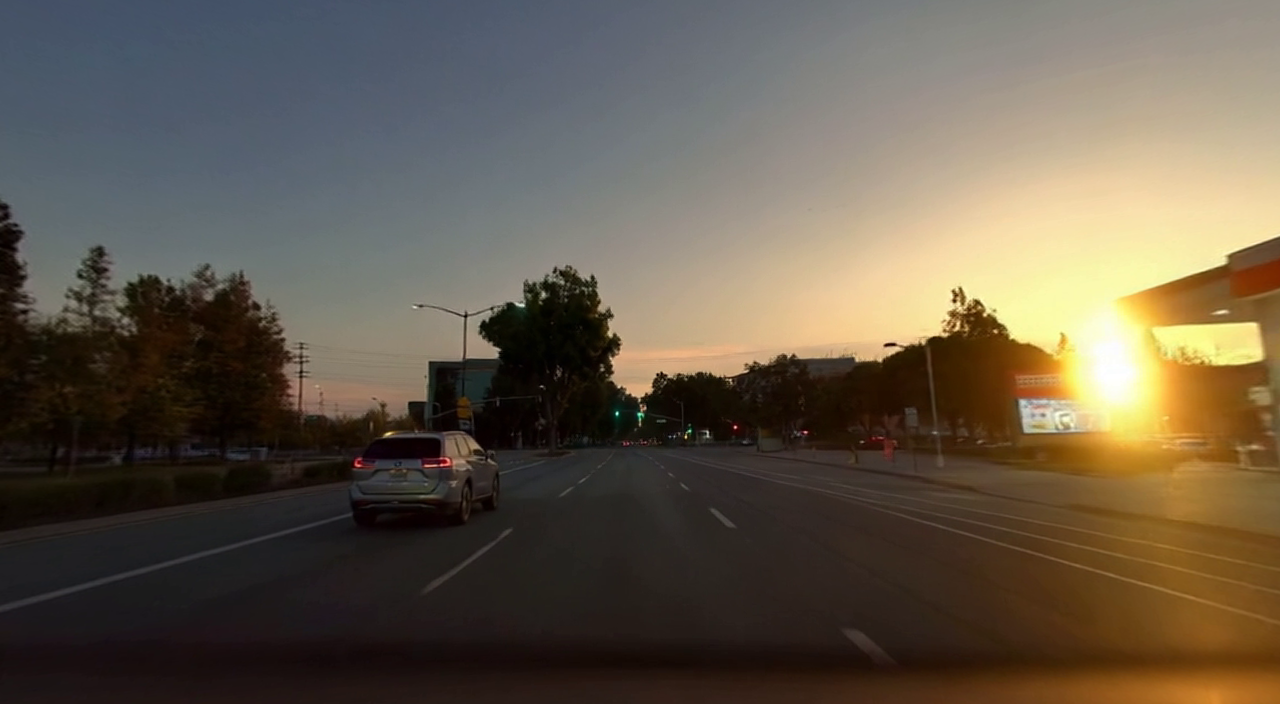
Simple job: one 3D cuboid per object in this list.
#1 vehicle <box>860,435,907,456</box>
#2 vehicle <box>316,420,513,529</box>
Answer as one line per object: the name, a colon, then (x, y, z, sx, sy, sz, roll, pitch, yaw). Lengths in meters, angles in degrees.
vehicle: (18.262, 7.037, 47.436, 1.831, 1.442, 5.072, -1, -9, 4)
vehicle: (-3.953, 2.238, 12.085, 2.039, 1.656, 4.710, 0, -9, 0)
